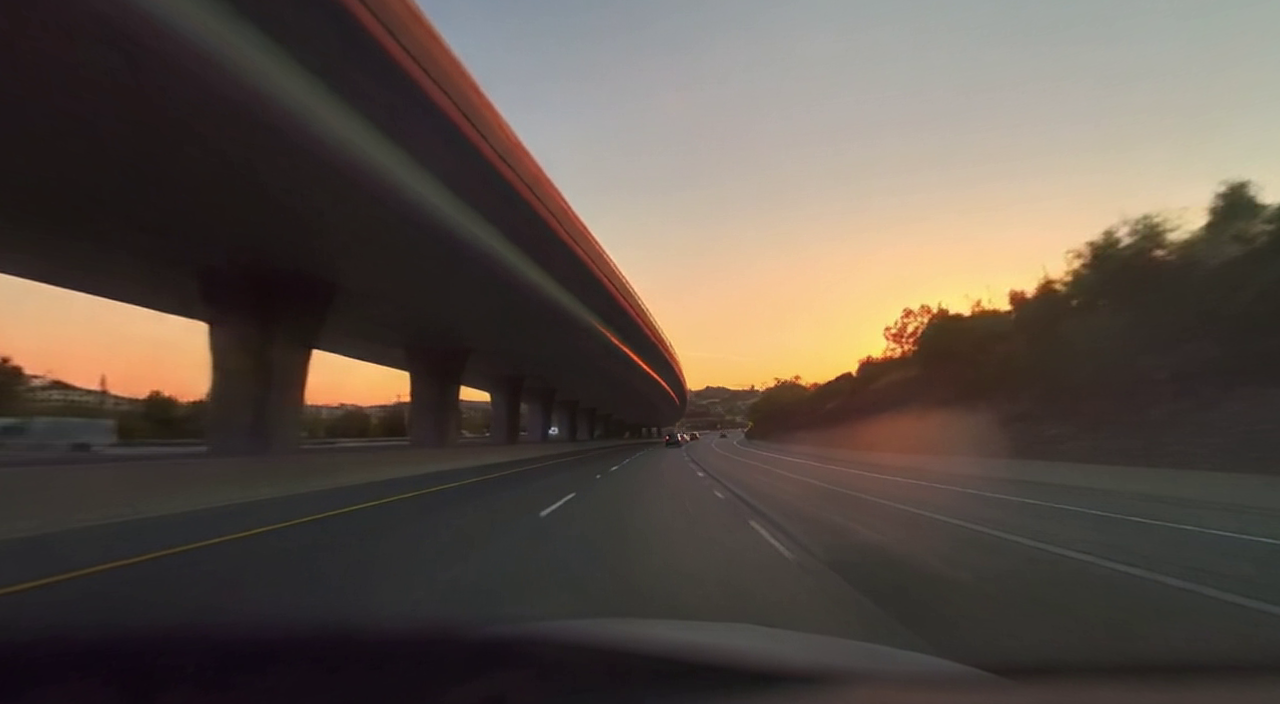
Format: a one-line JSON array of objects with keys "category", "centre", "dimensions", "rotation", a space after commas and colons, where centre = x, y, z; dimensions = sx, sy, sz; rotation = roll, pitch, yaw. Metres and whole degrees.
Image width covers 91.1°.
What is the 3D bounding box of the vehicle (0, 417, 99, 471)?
[{"category": "vehicle", "centre": [-25.690, 3.792, 25.813], "dimensions": [2.140, 2.045, 5.144], "rotation": [-1, -8, 2]}]
